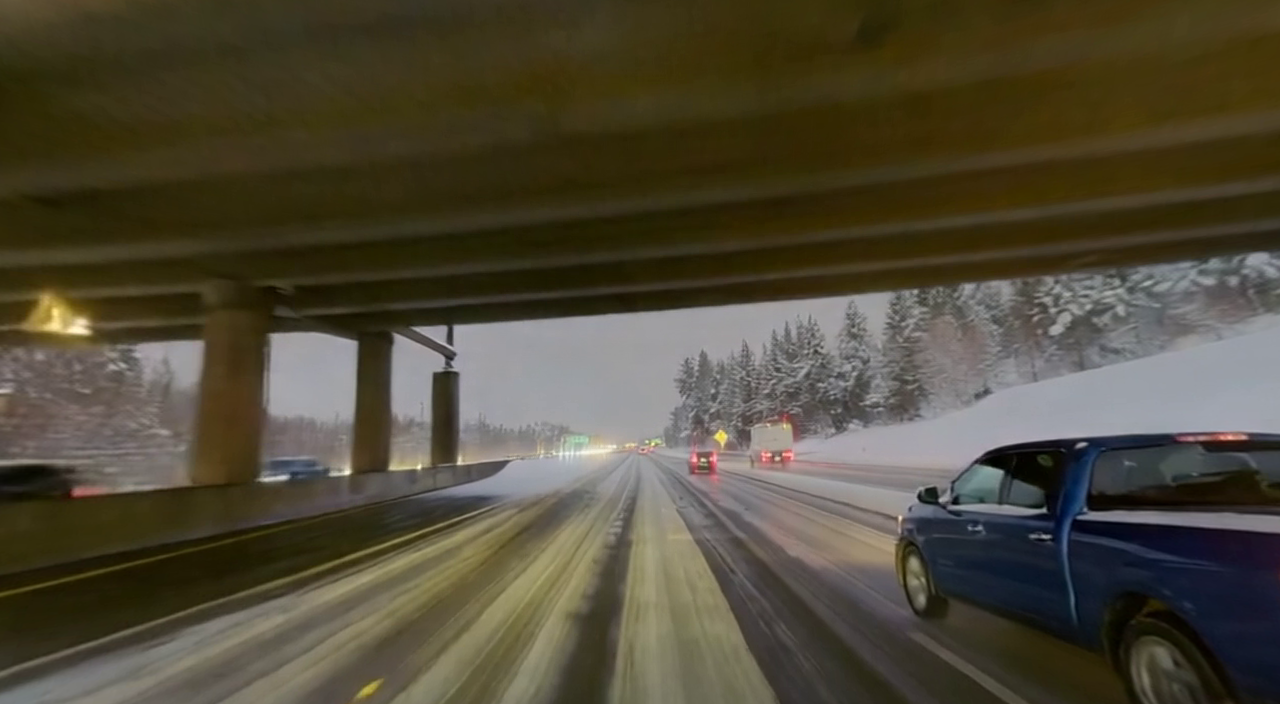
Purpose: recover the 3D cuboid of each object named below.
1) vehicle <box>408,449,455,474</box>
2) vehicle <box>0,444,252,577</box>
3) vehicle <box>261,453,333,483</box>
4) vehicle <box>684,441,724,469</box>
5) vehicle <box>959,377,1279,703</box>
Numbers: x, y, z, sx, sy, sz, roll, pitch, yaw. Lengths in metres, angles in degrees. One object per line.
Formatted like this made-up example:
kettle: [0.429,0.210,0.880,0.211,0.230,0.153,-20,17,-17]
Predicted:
vehicle: [-15.182,7.967,46.146,1.923,1.659,4.334,0,-8,1]
vehicle: [-8.052,2.131,9.359,1.920,1.491,4.155,0,-8,0]
vehicle: [-22.045,7.441,40.774,1.958,1.738,4.621,0,-8,1]
vehicle: [3.934,6.388,39.367,2.014,1.643,4.039,0,-8,-1]
vehicle: [3.240,0.805,1.839,2.119,1.524,4.807,0,-8,0]
